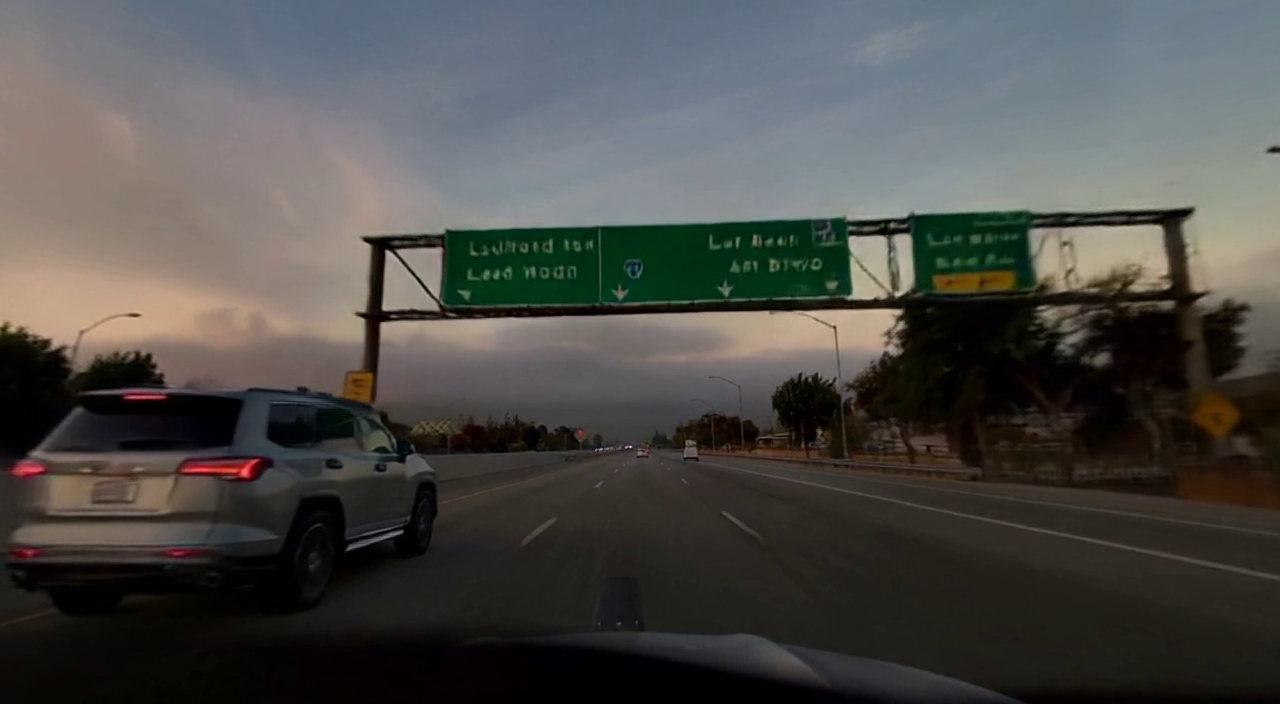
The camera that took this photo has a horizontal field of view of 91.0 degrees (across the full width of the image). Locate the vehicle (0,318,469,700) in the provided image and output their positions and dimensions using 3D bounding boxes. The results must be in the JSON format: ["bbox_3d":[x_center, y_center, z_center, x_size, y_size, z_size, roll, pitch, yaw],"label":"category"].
[{"bbox_3d":[-3.749,1.201,6.132,2.431,1.928,5.760,0,-9,1],"label":"vehicle"}]
